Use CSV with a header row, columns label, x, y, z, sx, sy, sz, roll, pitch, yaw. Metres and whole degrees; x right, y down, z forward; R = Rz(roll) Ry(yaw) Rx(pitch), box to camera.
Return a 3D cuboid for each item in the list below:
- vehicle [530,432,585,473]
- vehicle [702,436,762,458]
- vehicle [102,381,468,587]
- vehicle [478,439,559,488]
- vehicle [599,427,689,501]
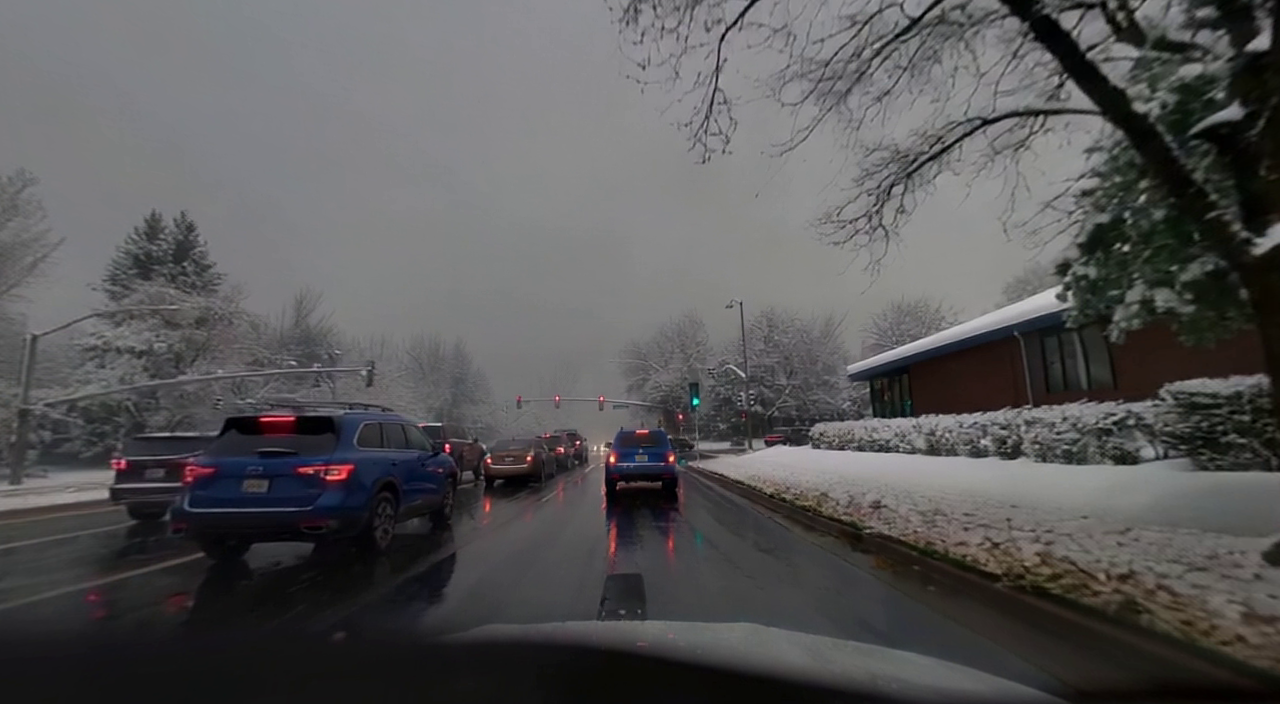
label,x,y,z,sx,sy,sz,roll,pitch,yaw
vehicle,-3.908,4.861,30.729,2.043,1.813,4.549,0,-9,0
vehicle,6.772,7.011,46.558,4.265,1.498,1.826,-1,-9,8
vehicle,-4.074,1.630,8.630,2.088,1.947,5.119,0,-9,-1
vehicle,-4.103,3.843,22.040,1.942,1.523,4.212,0,-9,0
vehicle,0.082,2.901,16.713,2.055,1.681,4.270,0,-9,0
